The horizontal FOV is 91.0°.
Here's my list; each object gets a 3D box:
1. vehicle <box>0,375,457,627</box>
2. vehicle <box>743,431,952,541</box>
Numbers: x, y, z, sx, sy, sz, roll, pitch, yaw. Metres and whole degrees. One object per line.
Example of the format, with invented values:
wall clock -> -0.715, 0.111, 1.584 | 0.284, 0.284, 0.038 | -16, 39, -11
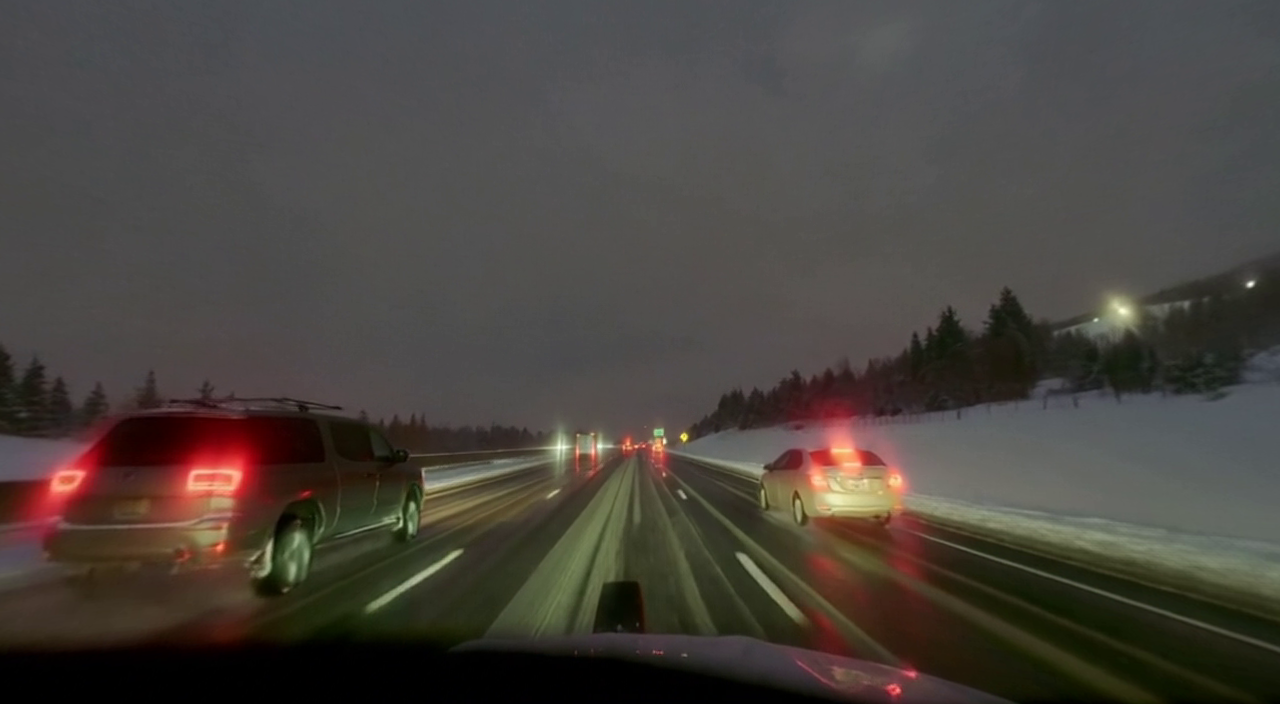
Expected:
vehicle -> -4.177, 1.520, 7.502 | 2.285, 1.853, 5.564 | 0, -9, 0
vehicle -> 3.333, 2.275, 11.377 | 2.047, 1.532, 4.884 | 0, -9, -1
